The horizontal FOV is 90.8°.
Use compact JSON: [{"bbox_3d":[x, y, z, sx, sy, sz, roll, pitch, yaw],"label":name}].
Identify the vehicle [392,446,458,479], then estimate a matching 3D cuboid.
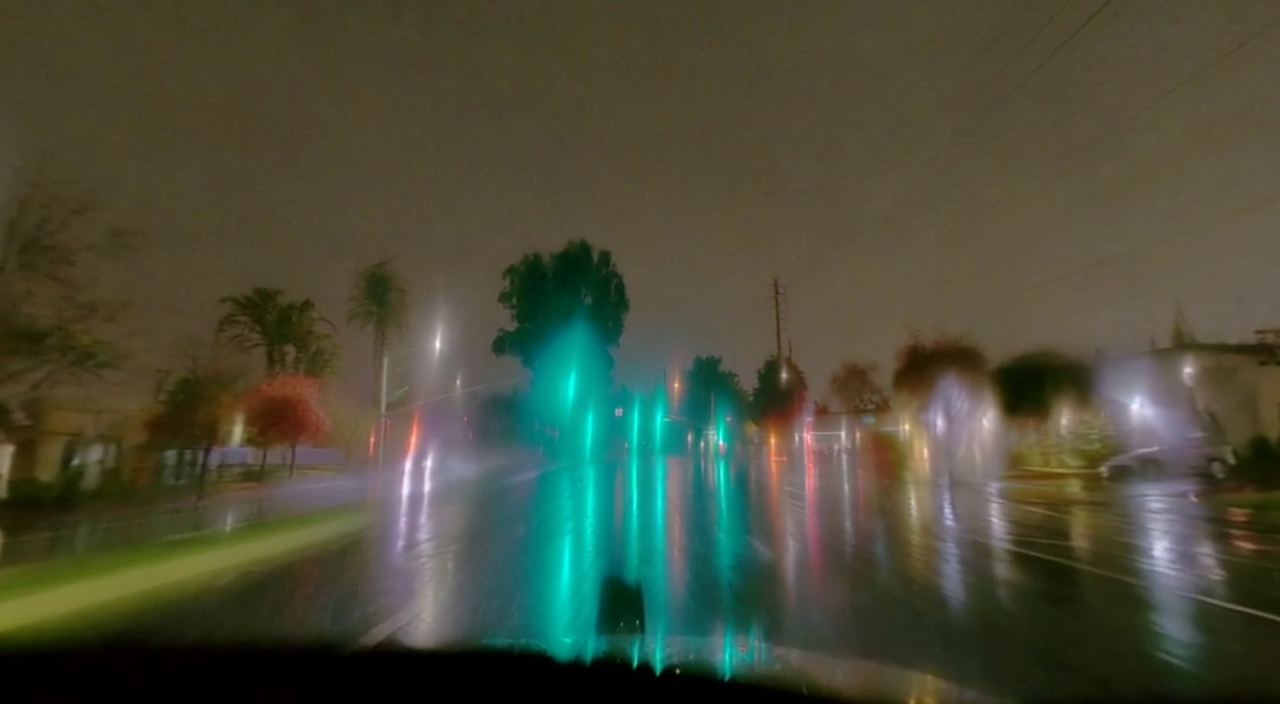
[{"bbox_3d":[-11.992,6.177,35.545,2.033,1.693,4.551,0,-9,1],"label":"vehicle"}]
